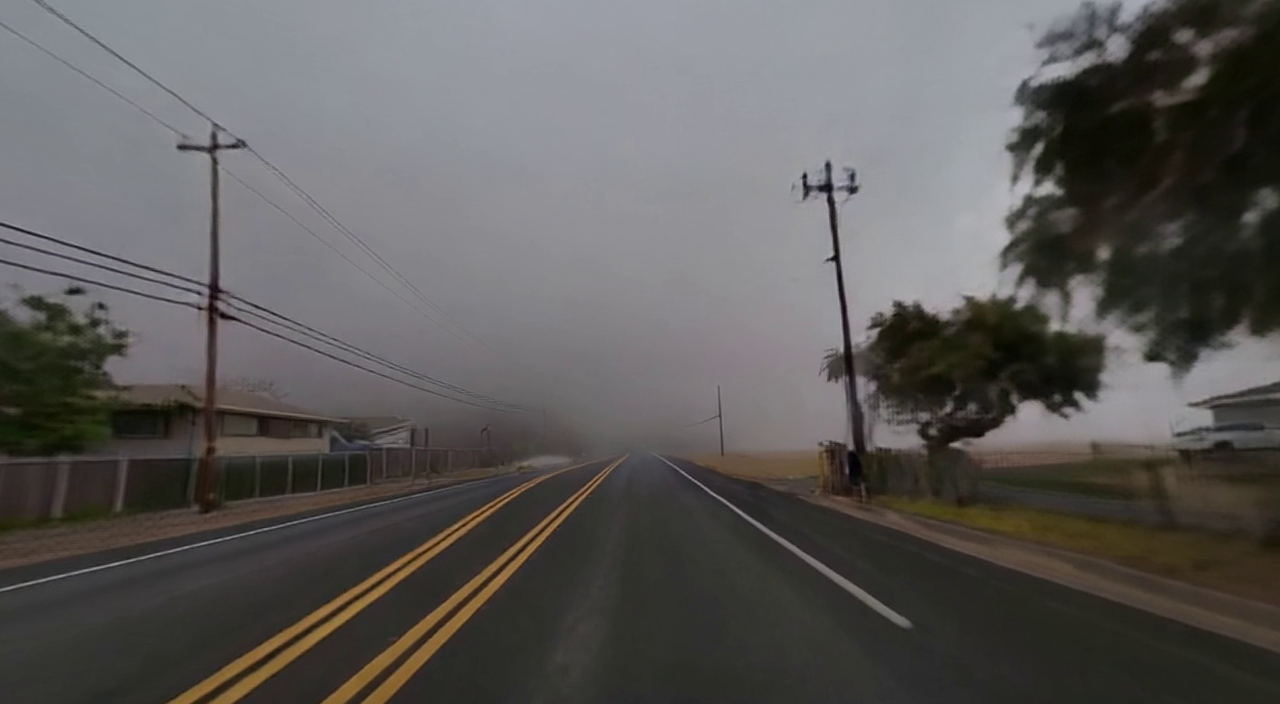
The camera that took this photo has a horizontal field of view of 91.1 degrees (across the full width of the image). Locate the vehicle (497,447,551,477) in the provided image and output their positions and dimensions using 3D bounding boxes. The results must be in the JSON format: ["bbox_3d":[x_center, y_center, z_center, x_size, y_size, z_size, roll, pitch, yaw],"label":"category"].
[{"bbox_3d":[-6.274,6.022,34.621,1.973,1.487,4.612,0,-8,2],"label":"vehicle"}]

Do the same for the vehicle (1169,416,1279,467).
[{"bbox_3d":[21.602,3.122,21.799,4.554,1.676,1.864,0,-8,5],"label":"vehicle"}]
